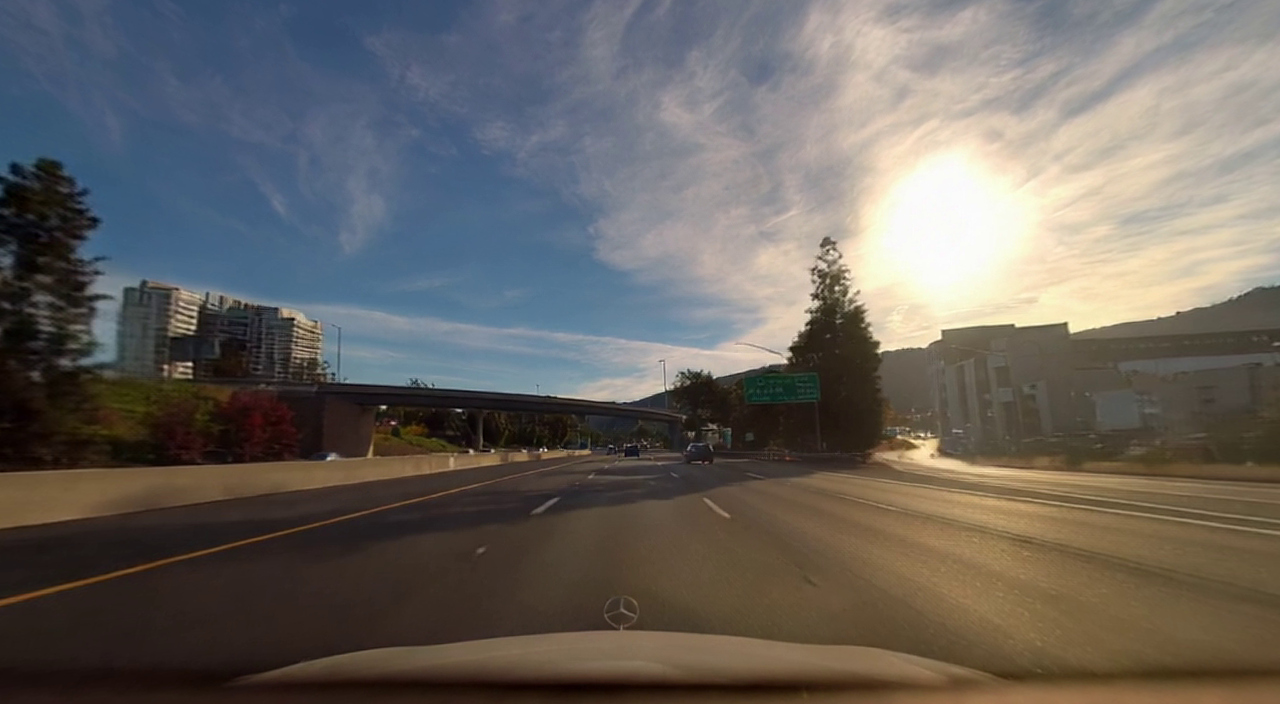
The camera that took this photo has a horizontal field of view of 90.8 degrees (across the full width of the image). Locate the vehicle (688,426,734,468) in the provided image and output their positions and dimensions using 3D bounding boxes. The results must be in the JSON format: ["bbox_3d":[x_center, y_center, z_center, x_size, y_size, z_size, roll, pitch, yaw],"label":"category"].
[{"bbox_3d":[4.759,6.502,43.249,2.576,2.670,5.494,0,-9,0],"label":"vehicle"}]

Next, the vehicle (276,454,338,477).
[{"bbox_3d":[-23.081,7.841,43.967,1.817,1.472,4.544,0,-9,0],"label":"vehicle"}]
